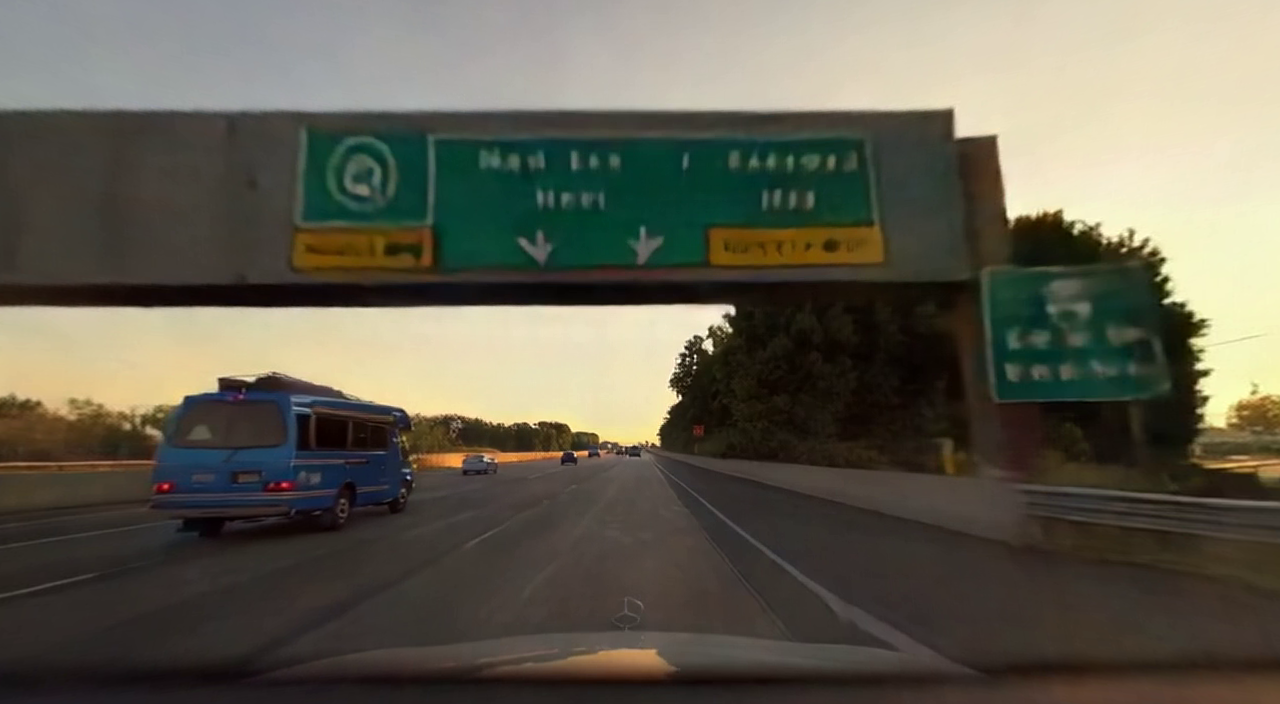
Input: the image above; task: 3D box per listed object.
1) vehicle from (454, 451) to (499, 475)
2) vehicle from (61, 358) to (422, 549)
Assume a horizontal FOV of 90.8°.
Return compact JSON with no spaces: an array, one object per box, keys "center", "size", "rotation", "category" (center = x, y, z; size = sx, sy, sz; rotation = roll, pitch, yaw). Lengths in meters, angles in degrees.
[{"center":[-11.402,7.759,44.255],"size":[1.981,1.503,4.207],"rotation":[0,-9,0],"category":"vehicle"},{"center":[-7.410,2.105,13.471],"size":[2.747,2.934,7.411],"rotation":[0,-9,1],"category":"vehicle"}]
